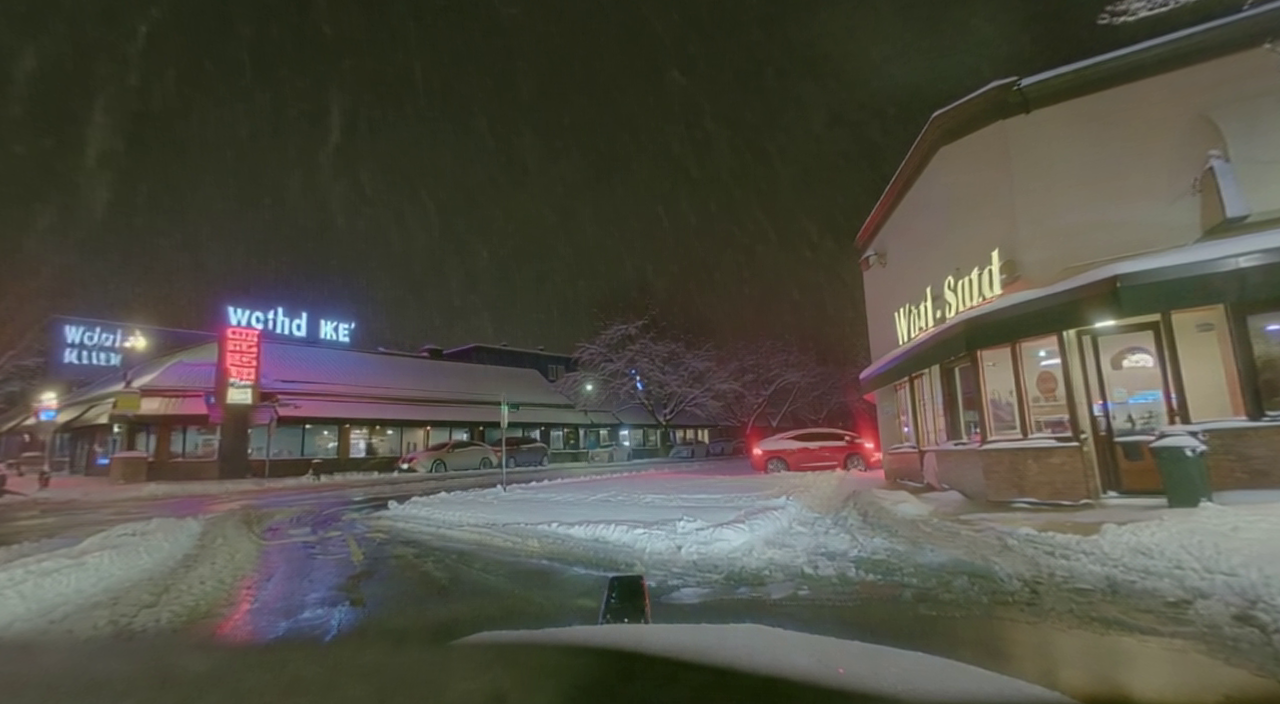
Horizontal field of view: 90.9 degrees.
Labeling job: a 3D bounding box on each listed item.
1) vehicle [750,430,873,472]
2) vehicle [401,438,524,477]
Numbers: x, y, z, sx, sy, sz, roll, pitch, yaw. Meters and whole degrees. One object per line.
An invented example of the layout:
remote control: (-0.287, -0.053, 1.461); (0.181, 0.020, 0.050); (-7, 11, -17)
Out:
vehicle: (7.278, 4.194, 26.841); (4.706, 1.663, 1.993); (-4, -9, 25)
vehicle: (-7.770, 4.612, 27.767); (4.814, 1.618, 1.869); (-2, -9, 11)
